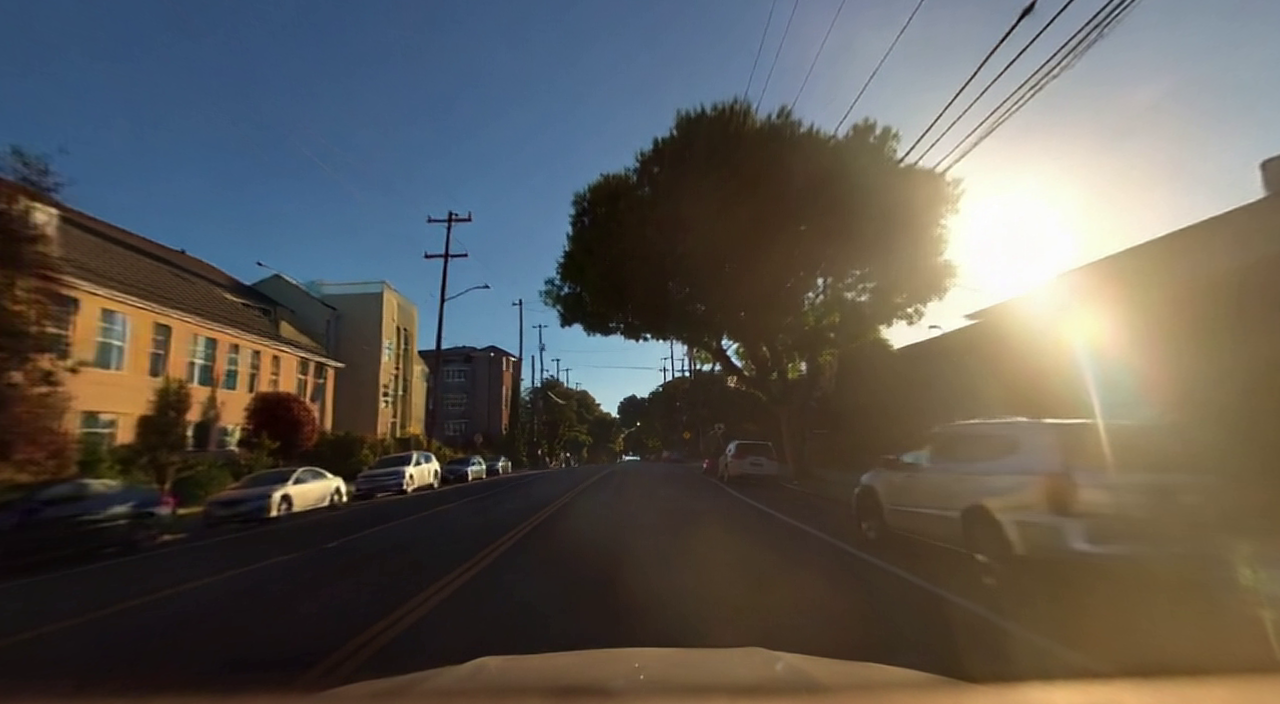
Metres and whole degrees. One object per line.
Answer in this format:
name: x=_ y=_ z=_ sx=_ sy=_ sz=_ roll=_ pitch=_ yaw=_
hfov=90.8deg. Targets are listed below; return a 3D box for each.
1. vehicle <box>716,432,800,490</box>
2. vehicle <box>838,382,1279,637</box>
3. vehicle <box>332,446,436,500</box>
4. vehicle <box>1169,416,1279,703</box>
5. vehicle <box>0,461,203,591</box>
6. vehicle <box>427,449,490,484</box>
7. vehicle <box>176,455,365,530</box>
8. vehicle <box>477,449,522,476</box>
vehicle: x=3.895 y=3.687 z=21.701 sx=2.155 sy=1.747 sz=4.311 roll=0 pitch=-8 yaw=2
vehicle: x=3.971 y=1.450 z=6.860 sx=2.040 sy=1.801 sz=4.569 roll=0 pitch=-8 yaw=-1
vehicle: x=-9.166 y=4.367 z=23.042 sx=2.051 sy=1.657 sz=4.322 roll=-3 pitch=-10 yaw=-1
vehicle: x=4.012 y=0.822 z=1.395 sx=1.875 sy=1.495 sz=4.242 roll=0 pitch=-8 yaw=-2
vehicle: x=-9.125 y=2.427 z=9.253 sx=2.208 sy=1.508 sz=4.590 roll=0 pitch=-8 yaw=-1
vehicle: x=-9.151 y=5.765 z=32.117 sx=1.884 sy=1.526 sz=4.061 roll=-5 pitch=-9 yaw=1
vehicle: x=-8.986 y=3.408 z=15.972 sx=1.948 sy=1.508 sz=4.656 roll=0 pitch=-8 yaw=1
vehicle: x=-9.071 y=7.101 z=41.027 sx=2.000 sy=1.495 sz=4.687 roll=-3 pitch=-8 yaw=-2
